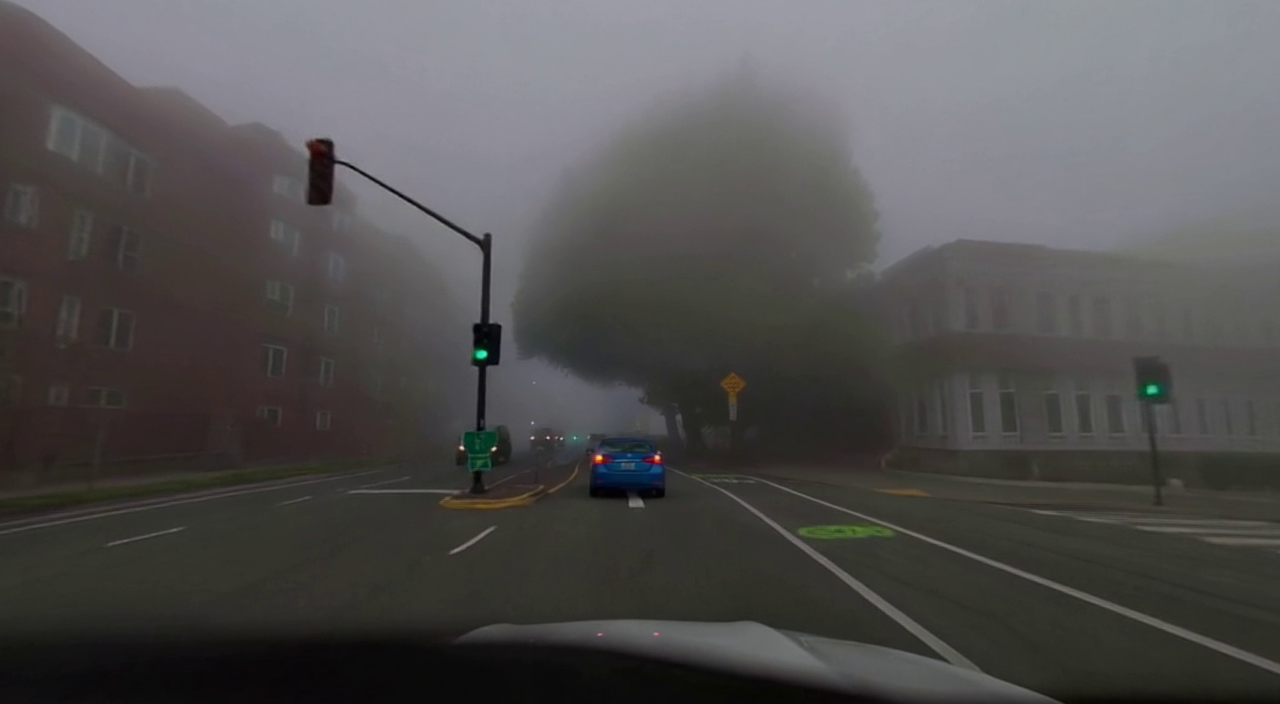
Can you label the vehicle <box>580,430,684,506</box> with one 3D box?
[{"bbox_3d":[-0.337,2.464,13.968,1.950,1.401,4.159,1,-8,-5],"label":"vehicle"}]
